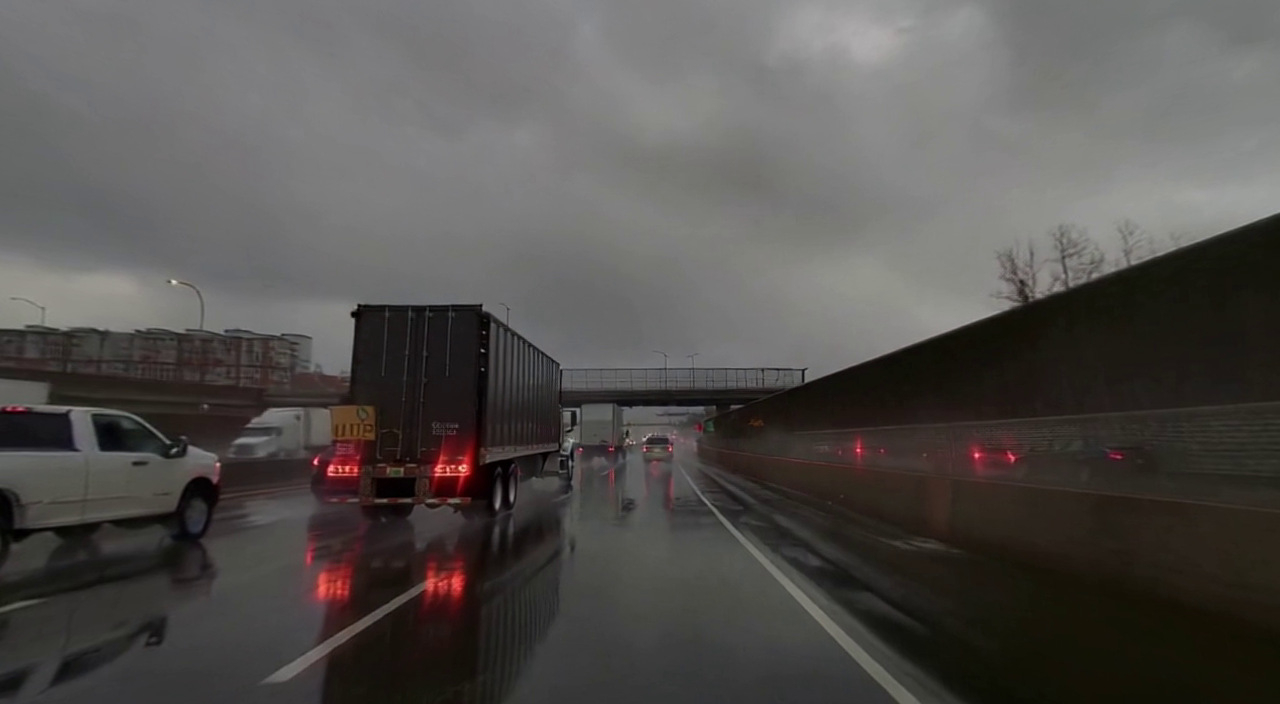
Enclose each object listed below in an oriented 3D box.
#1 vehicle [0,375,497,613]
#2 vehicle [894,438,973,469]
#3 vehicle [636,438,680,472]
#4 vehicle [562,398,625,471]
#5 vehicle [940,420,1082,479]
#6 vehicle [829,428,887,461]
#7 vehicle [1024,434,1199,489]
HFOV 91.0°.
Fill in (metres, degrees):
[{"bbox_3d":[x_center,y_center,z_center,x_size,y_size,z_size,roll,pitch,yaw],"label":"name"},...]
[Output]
[{"bbox_3d":[-3.428,1.363,6.613,2.896,1.779,3.441,-1,-9,3],"label":"vehicle"},{"bbox_3d":[14.705,5.113,31.821,2.020,1.439,4.440,-1,-9,3],"label":"vehicle"},{"bbox_3d":[0.961,5.408,33.203,2.178,1.640,4.071,-1,-9,2],"label":"vehicle"},{"bbox_3d":[-2.626,5.213,39.128,3.073,3.894,9.782,0,-9,1],"label":"vehicle"},{"bbox_3d":[14.378,3.853,24.989,2.241,2.052,5.864,-1,-9,3],"label":"vehicle"},{"bbox_3d":[15.649,6.717,45.579,2.341,2.228,5.669,-1,-9,3],"label":"vehicle"},{"bbox_3d":[14.099,3.293,19.287,1.859,1.452,4.749,-1,-9,3],"label":"vehicle"}]
